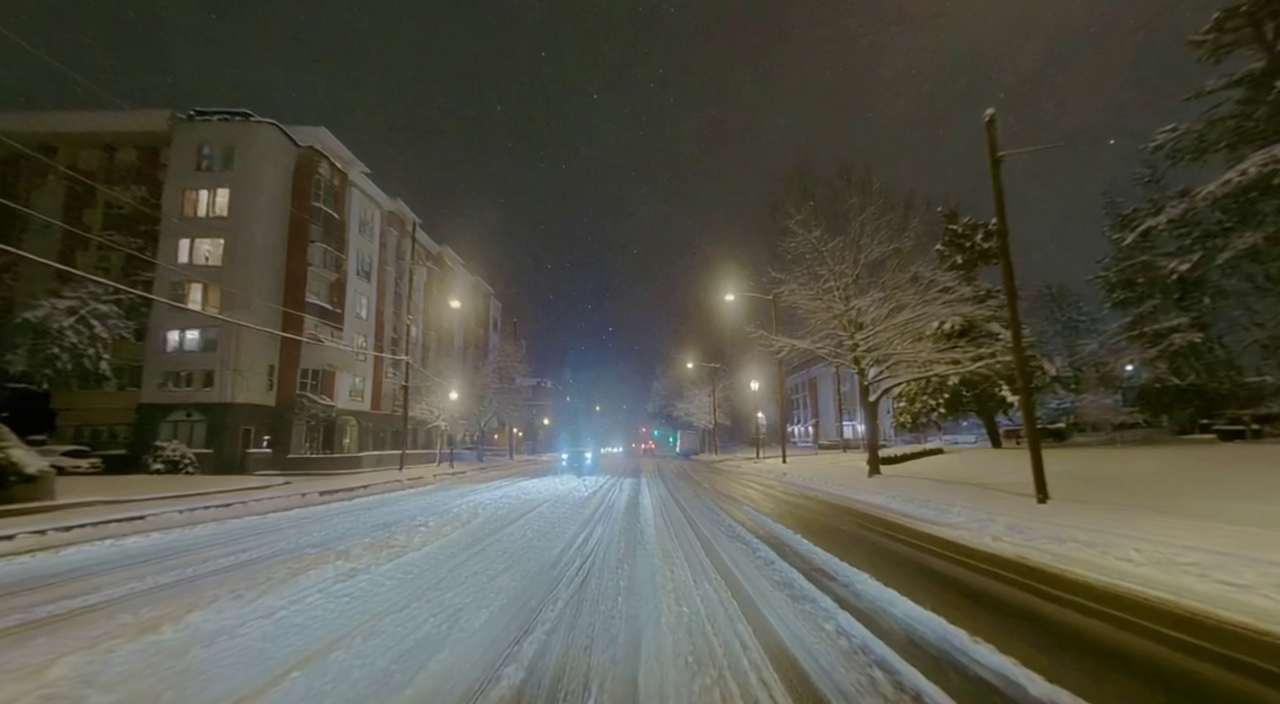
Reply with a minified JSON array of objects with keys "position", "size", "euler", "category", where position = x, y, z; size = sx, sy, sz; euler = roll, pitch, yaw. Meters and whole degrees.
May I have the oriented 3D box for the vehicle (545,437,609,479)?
[{"position":[-2.756,4.797,28.652],"size":[2.332,1.732,4.463],"euler":[0,-8,1],"category":"vehicle"}]
